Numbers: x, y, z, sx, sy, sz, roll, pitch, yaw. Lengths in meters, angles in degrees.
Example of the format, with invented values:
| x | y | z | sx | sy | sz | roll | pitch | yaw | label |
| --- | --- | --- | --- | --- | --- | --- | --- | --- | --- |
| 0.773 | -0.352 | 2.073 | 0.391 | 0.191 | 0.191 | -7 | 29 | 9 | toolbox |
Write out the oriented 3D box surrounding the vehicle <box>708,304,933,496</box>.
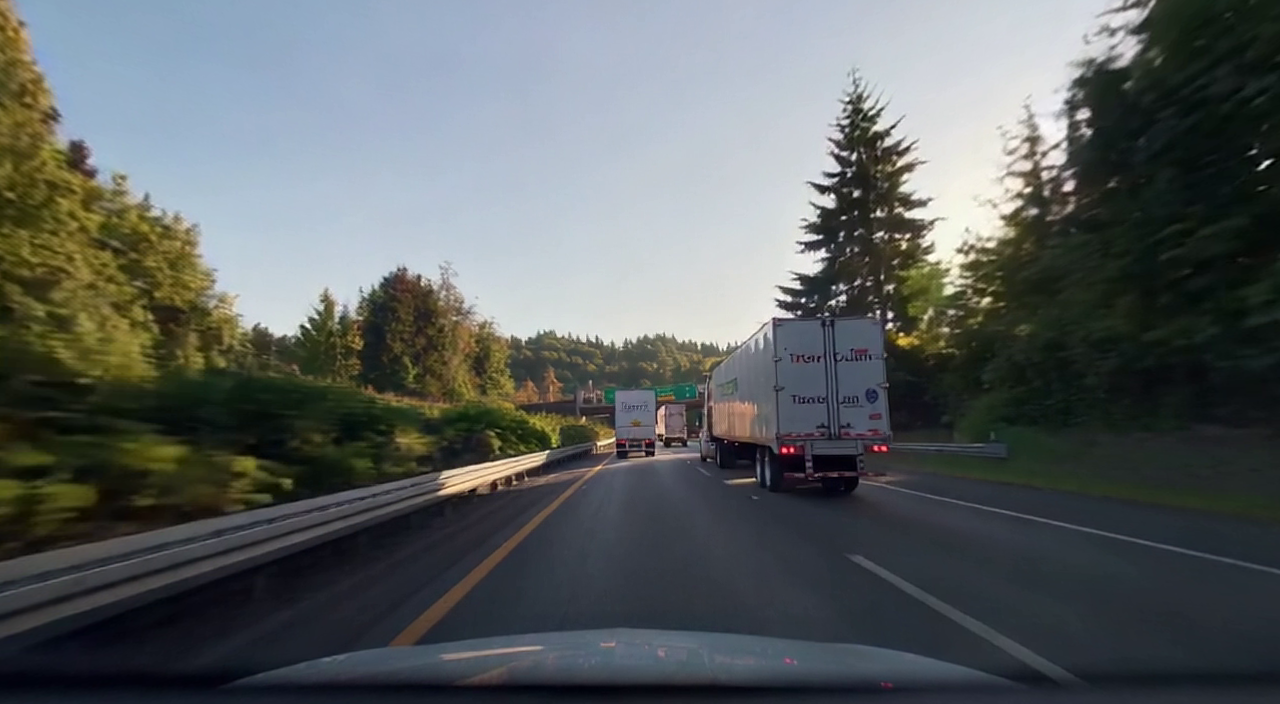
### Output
| x | y | z | sx | sy | sz | roll | pitch | yaw | label |
| --- | --- | --- | --- | --- | --- | --- | --- | --- | --- |
| 4.639 | 1.971 | 20.841 | 2.856 | 4.145 | 14.500 | 0 | -8 | -1 | vehicle |

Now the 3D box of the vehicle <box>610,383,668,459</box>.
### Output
| x | y | z | sx | sy | sz | roll | pitch | yaw | label |
| --- | --- | --- | --- | --- | --- | --- | --- | --- | --- |
| -0.142 | 4.243 | 37.858 | 2.958 | 3.917 | 10.196 | 0 | -8 | -1 | vehicle |
